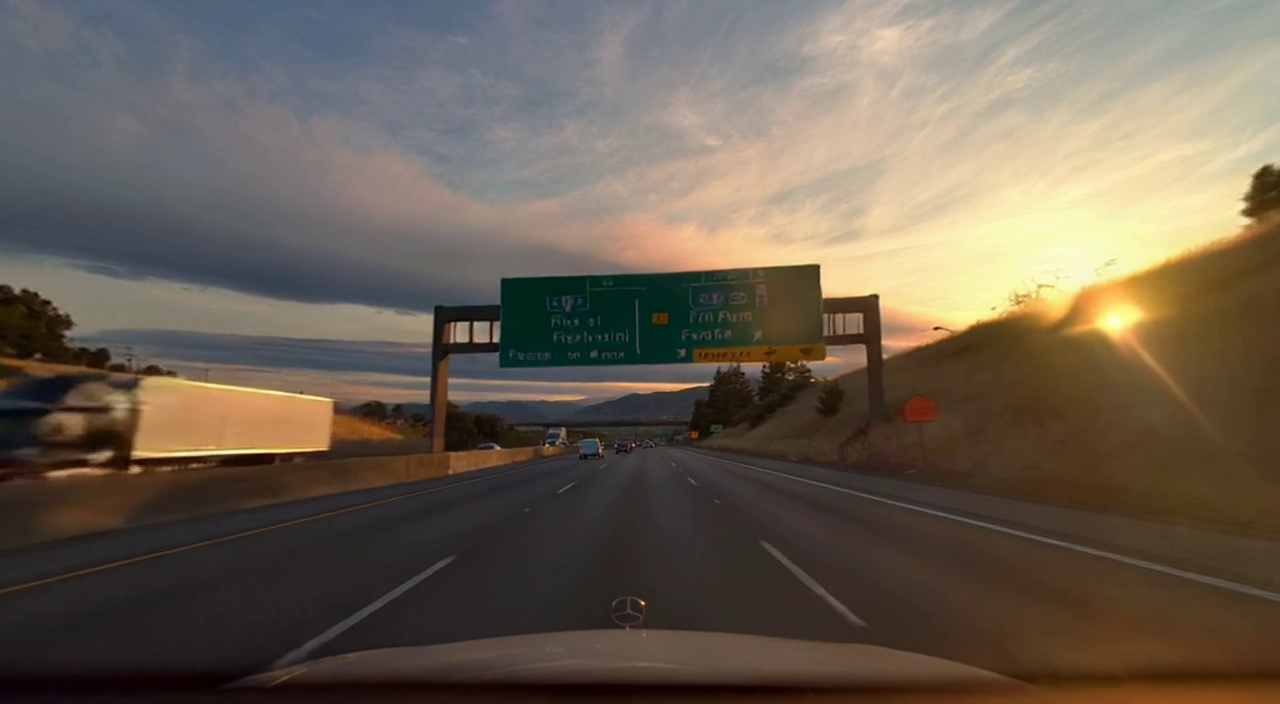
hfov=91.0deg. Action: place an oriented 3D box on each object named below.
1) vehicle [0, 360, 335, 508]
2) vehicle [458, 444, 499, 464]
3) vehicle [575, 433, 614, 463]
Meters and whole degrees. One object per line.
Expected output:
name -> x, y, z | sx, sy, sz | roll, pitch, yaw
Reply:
vehicle -> -17.290, 3.313, 24.654 | 2.974, 3.996, 15.157 | 0, -8, 0
vehicle -> -12.534, 7.904, 48.970 | 1.911, 1.515, 4.508 | 0, -8, 1
vehicle -> -3.094, 6.694, 43.947 | 2.286, 2.011, 4.452 | 0, -8, 1
